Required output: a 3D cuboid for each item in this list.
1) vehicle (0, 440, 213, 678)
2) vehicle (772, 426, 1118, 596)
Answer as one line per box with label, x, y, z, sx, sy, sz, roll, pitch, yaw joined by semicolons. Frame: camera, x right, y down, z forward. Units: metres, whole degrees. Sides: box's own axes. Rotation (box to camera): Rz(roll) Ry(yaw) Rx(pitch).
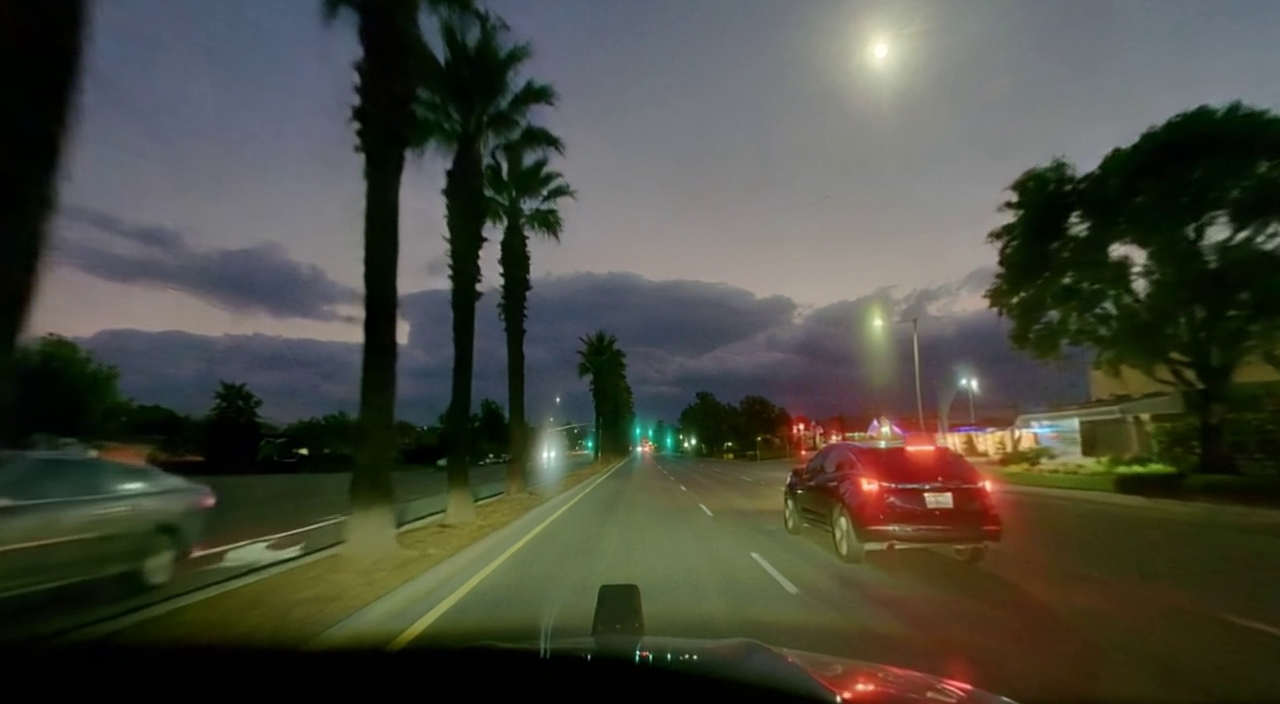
vehicle;-4.813;1.227;3.590;1.798;1.441;4.309;0;-9;-1
vehicle;3.210;1.772;8.014;1.989;1.492;4.689;0;-9;-1
